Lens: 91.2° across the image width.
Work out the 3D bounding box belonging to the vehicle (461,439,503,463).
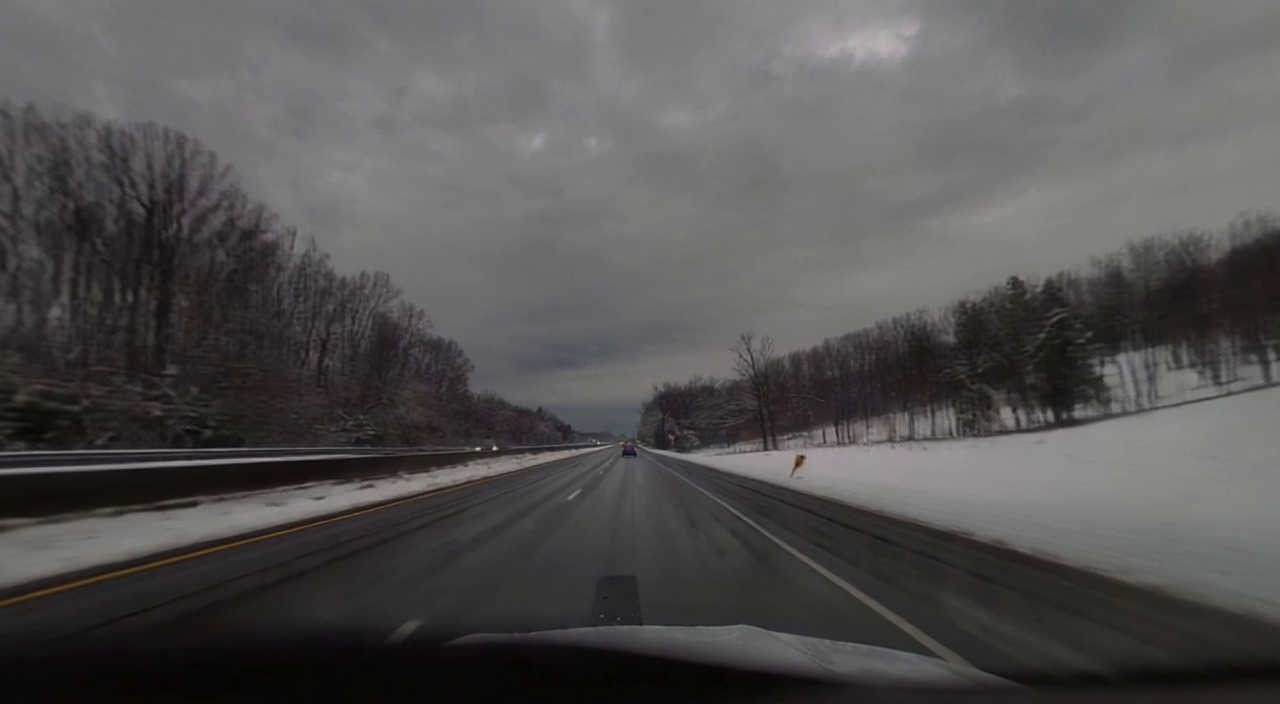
[{"bbox_3d":[-10.898,6.881,43.572,1.868,1.555,4.174,0,-9,0],"label":"vehicle"}]
